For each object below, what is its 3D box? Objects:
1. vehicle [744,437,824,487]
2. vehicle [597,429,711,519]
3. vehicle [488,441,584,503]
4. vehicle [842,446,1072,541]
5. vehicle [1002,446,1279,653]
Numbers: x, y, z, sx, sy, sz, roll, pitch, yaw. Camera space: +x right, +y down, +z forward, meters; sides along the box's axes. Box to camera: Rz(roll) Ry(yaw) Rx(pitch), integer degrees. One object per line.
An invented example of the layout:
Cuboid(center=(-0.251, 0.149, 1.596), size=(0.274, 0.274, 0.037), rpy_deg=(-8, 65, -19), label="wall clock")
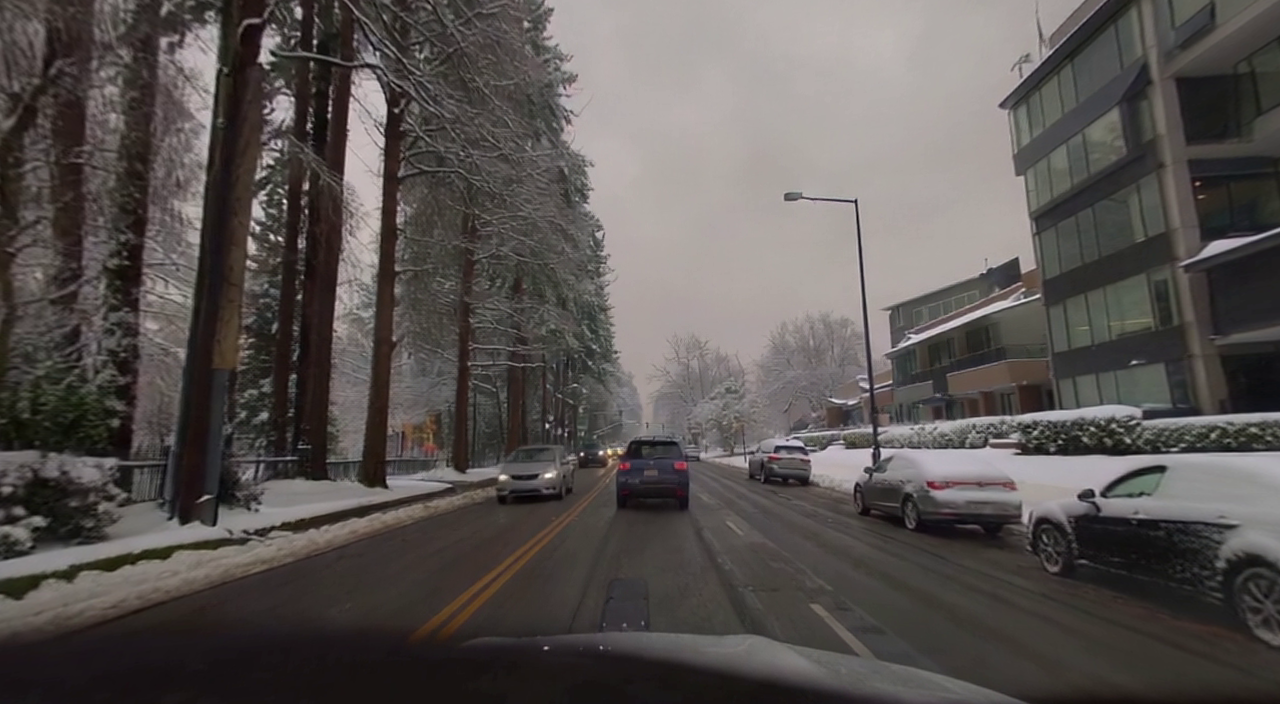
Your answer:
Cuboid(center=(5.664, 4.388, 25.405), size=(2.059, 1.813, 4.637), rpy_deg=(0, -9, -1), label="vehicle")
Cuboid(center=(0.293, 2.564, 13.686), size=(2.105, 1.653, 3.887), rpy_deg=(0, -9, 1), label="vehicle")
Cuboid(center=(-2.779, 3.315, 17.854), size=(1.979, 1.534, 4.076), rpy_deg=(0, -9, 1), label="vehicle")
Cuboid(center=(5.678, 2.552, 12.193), size=(1.852, 1.452, 4.852), rpy_deg=(0, -9, -1), label="vehicle")
Cuboid(center=(5.532, 1.591, 5.646), size=(1.809, 1.478, 4.623), rpy_deg=(0, -9, 0), label="vehicle")
